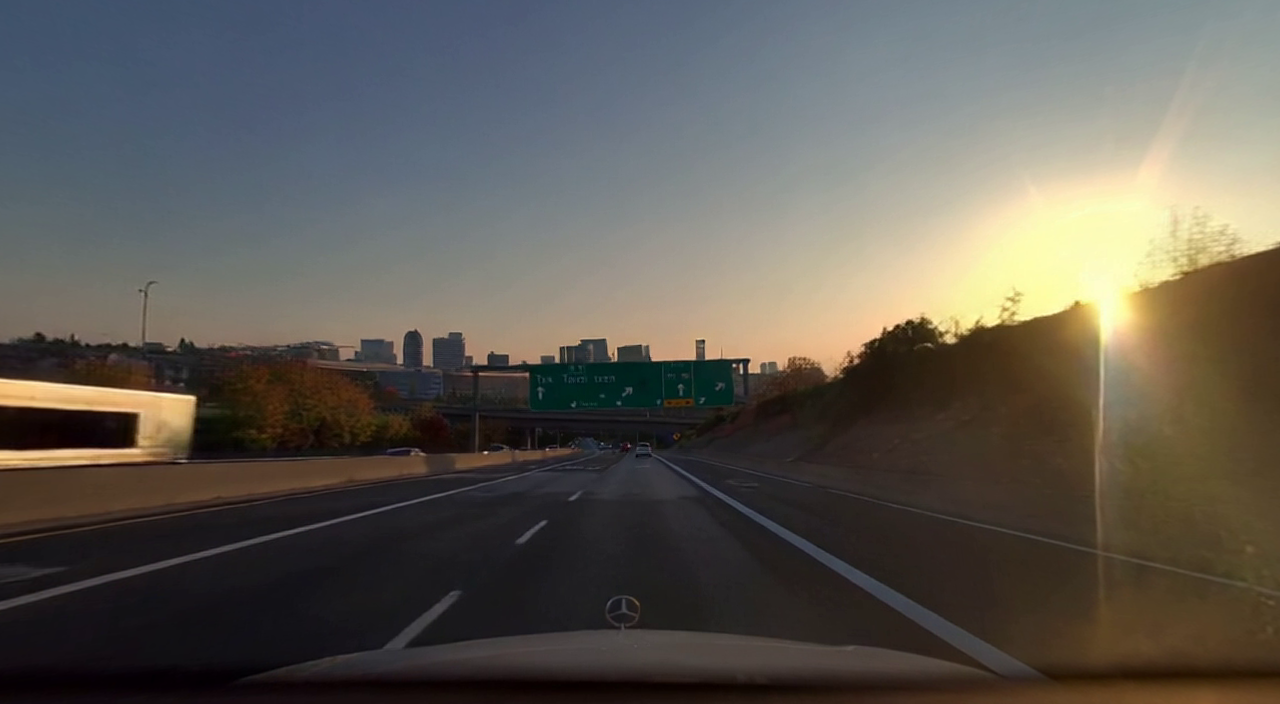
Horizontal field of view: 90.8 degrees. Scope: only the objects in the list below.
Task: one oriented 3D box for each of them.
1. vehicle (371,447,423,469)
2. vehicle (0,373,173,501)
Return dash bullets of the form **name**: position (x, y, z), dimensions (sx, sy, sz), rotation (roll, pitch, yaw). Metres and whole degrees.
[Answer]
- **vehicle**: position (-18.593, 8.093, 48.472), dimensions (2.163, 1.564, 4.548), rotation (0, -9, 0)
- **vehicle**: position (-22.612, 2.817, 20.827), dimensions (3.417, 4.120, 14.262), rotation (0, -9, 0)
